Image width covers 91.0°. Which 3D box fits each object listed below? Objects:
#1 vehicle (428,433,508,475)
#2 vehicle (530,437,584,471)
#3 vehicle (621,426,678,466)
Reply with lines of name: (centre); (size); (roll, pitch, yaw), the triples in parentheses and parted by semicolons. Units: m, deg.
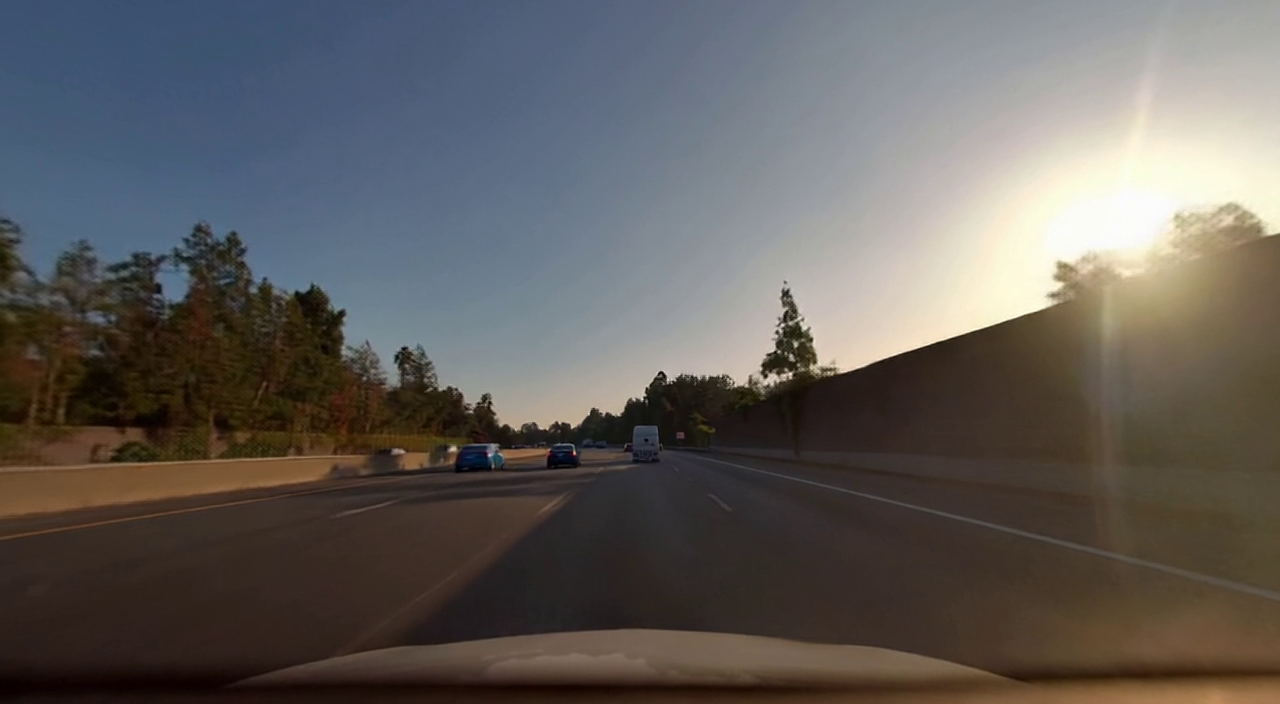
vehicle: (-7.449, 4.480, 27.844); (2.189, 1.673, 4.699); (0, -8, 0)
vehicle: (-4.003, 4.985, 31.014); (2.000, 1.512, 4.371); (0, -8, 1)
vehicle: (0.479, 5.102, 34.149); (2.856, 1.994, 4.931); (0, -8, 0)
